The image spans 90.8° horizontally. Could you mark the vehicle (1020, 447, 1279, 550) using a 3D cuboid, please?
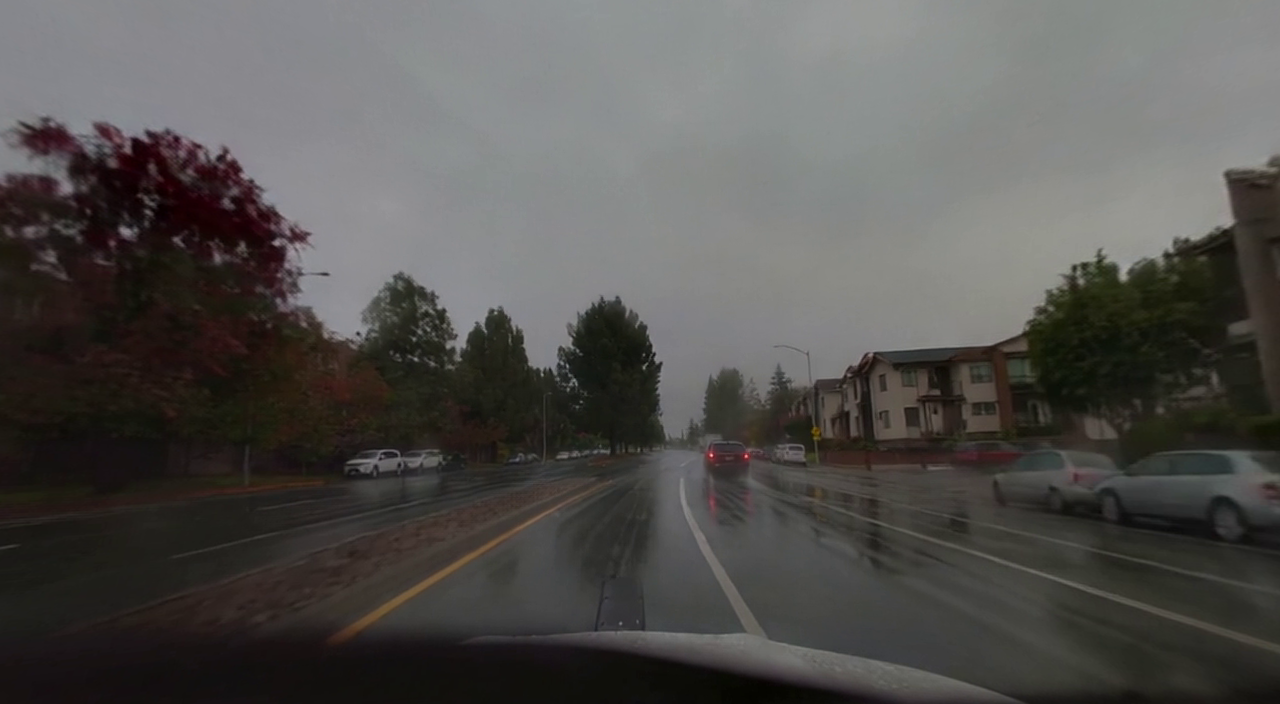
[{"bbox_3d":[9.197,2.461,11.411,1.836,1.461,4.449,0,-9,-1],"label":"vehicle"}]

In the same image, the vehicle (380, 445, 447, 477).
[{"bbox_3d":[-15.722,7.580,44.243,2.194,2.022,5.828,-1,-9,4],"label":"vehicle"}]

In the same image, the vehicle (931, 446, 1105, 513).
[{"bbox_3d":[9.510,3.195,16.435,1.928,1.482,4.461,-1,-9,3],"label":"vehicle"}]

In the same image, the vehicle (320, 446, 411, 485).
[{"bbox_3d":[-16.101,6.658,37.539,2.239,1.926,6.159,-3,-8,5],"label":"vehicle"}]

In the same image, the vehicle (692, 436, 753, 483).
[{"bbox_3d":[3.307,4.407,26.212,2.085,1.763,4.490,-1,-9,2],"label":"vehicle"}]
